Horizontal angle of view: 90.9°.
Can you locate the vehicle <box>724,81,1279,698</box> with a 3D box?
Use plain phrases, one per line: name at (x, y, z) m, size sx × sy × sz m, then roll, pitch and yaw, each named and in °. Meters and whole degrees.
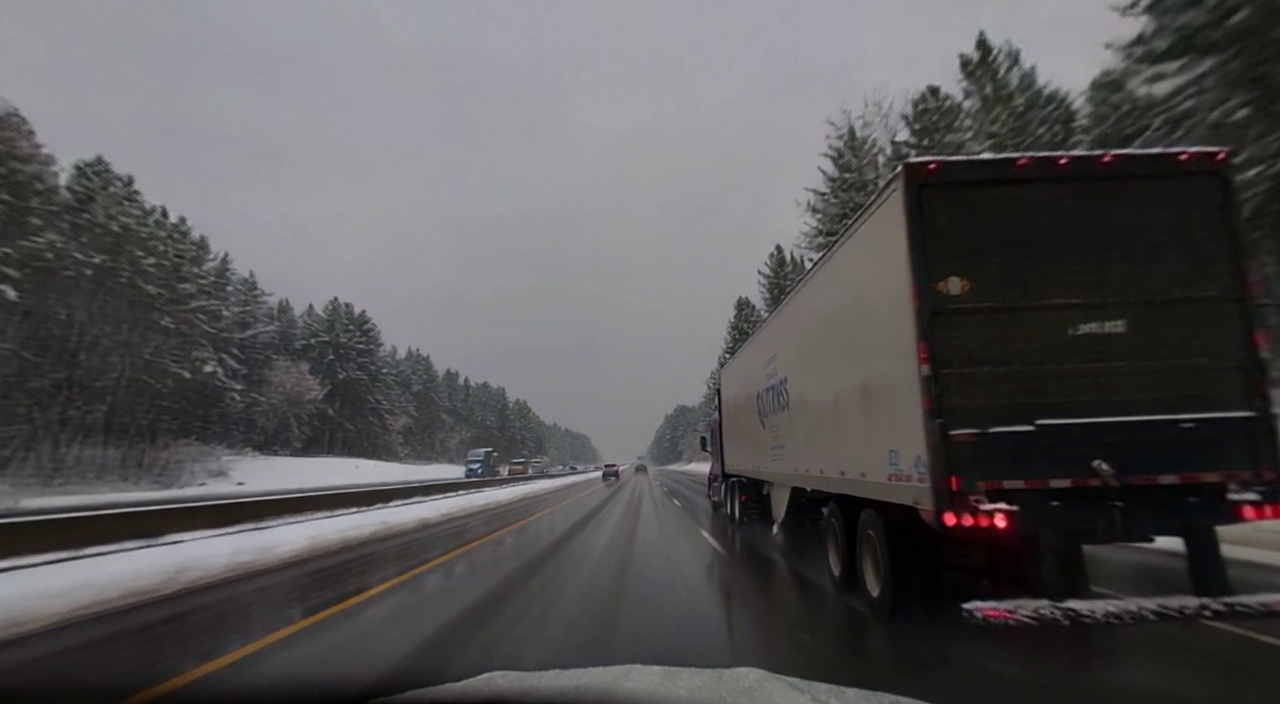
vehicle at (3.446, 1.034, 9.363) m, size 2.871 × 4.032 × 10.642 m, roll 1°, pitch -10°, yaw 0°
